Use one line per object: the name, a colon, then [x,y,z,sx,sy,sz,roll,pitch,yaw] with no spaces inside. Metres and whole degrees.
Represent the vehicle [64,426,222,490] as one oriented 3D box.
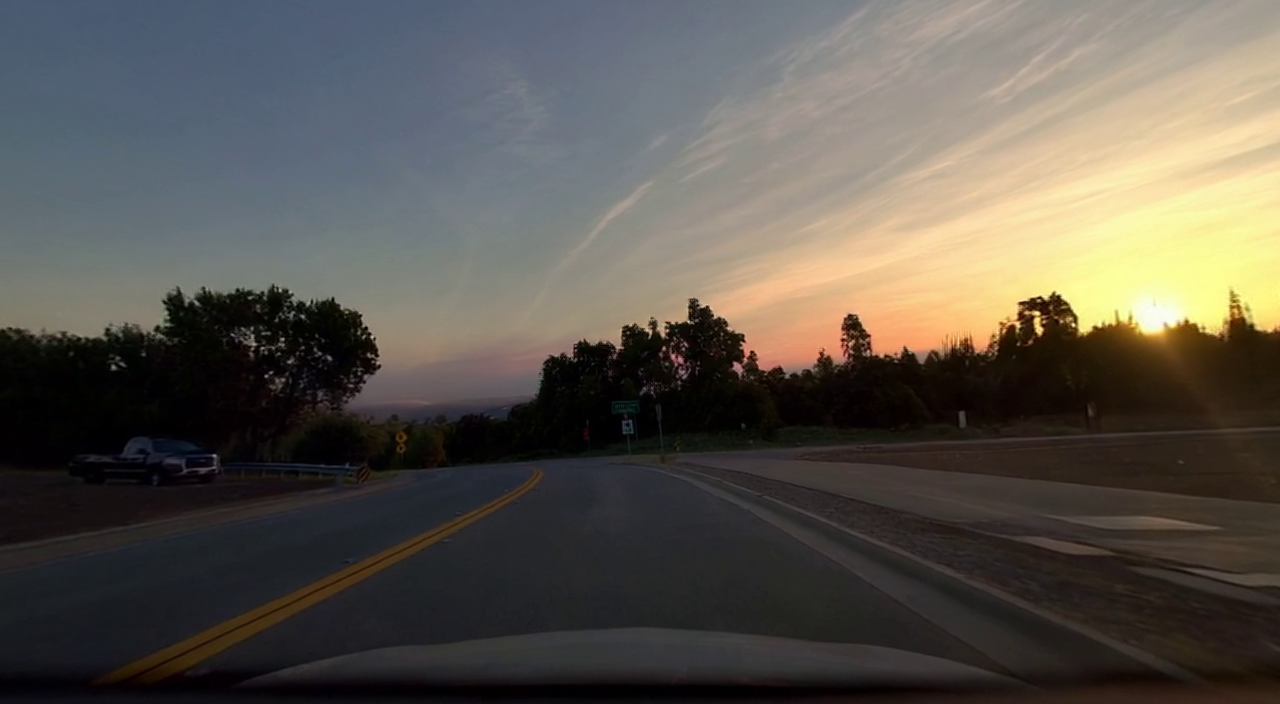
vehicle: [-17.185,3.644,21.819,4.699,1.996,2.116,-4,-9,23]
